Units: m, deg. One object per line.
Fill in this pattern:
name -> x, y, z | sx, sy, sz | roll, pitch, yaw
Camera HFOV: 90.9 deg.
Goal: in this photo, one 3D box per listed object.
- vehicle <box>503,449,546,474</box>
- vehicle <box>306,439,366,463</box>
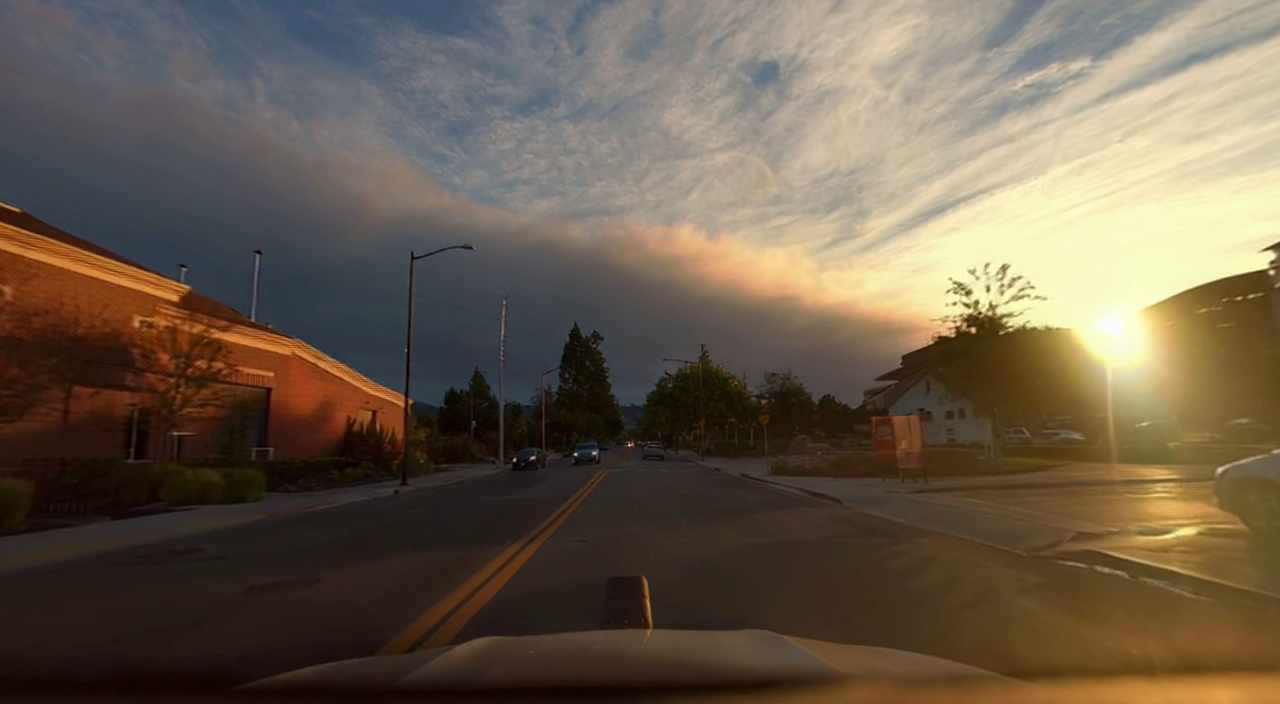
vehicle -> -7.273, 6.905, 40.060 | 1.930, 1.463, 4.195 | 0, -9, 0
vehicle -> -21.405, 7.023, 44.621 | 1.906, 1.596, 4.599 | 0, -9, 1
